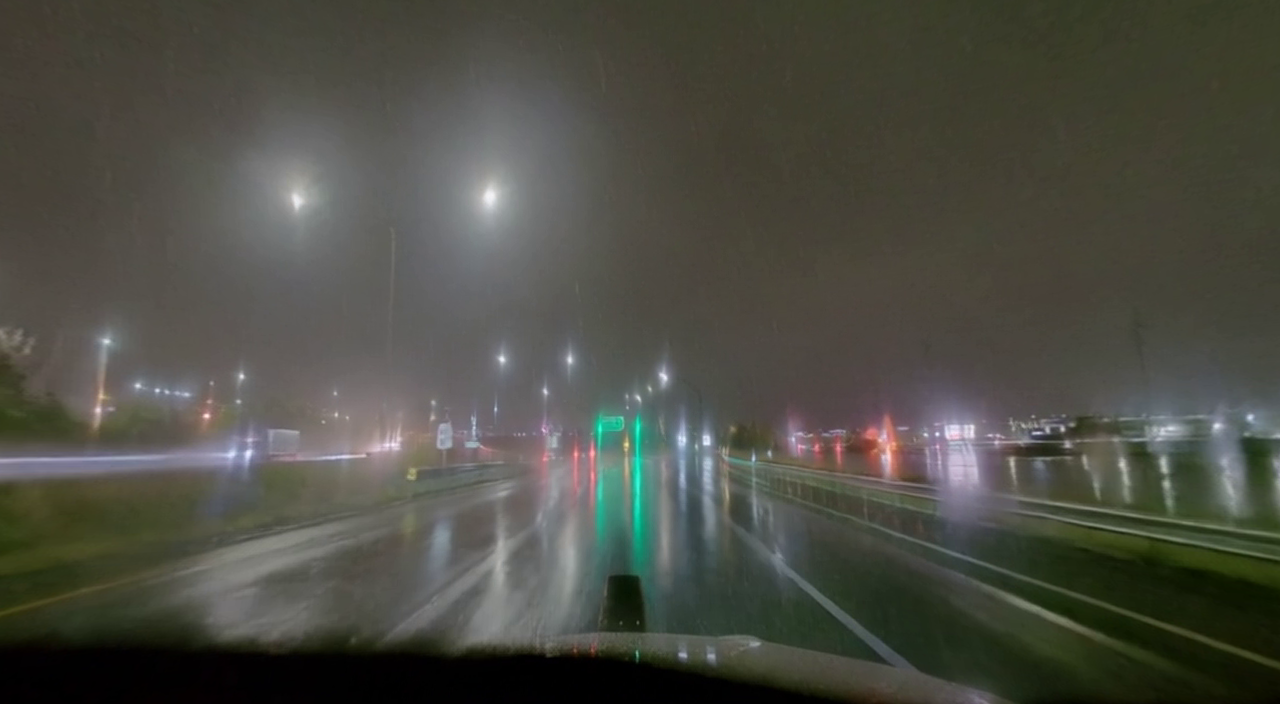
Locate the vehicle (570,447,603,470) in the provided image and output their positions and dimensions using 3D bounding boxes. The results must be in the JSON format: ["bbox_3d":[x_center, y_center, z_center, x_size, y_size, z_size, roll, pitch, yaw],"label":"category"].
[{"bbox_3d":[-4.066,8.127,48.230,2.234,1.588,4.484,1,-9,-1],"label":"vehicle"}]
